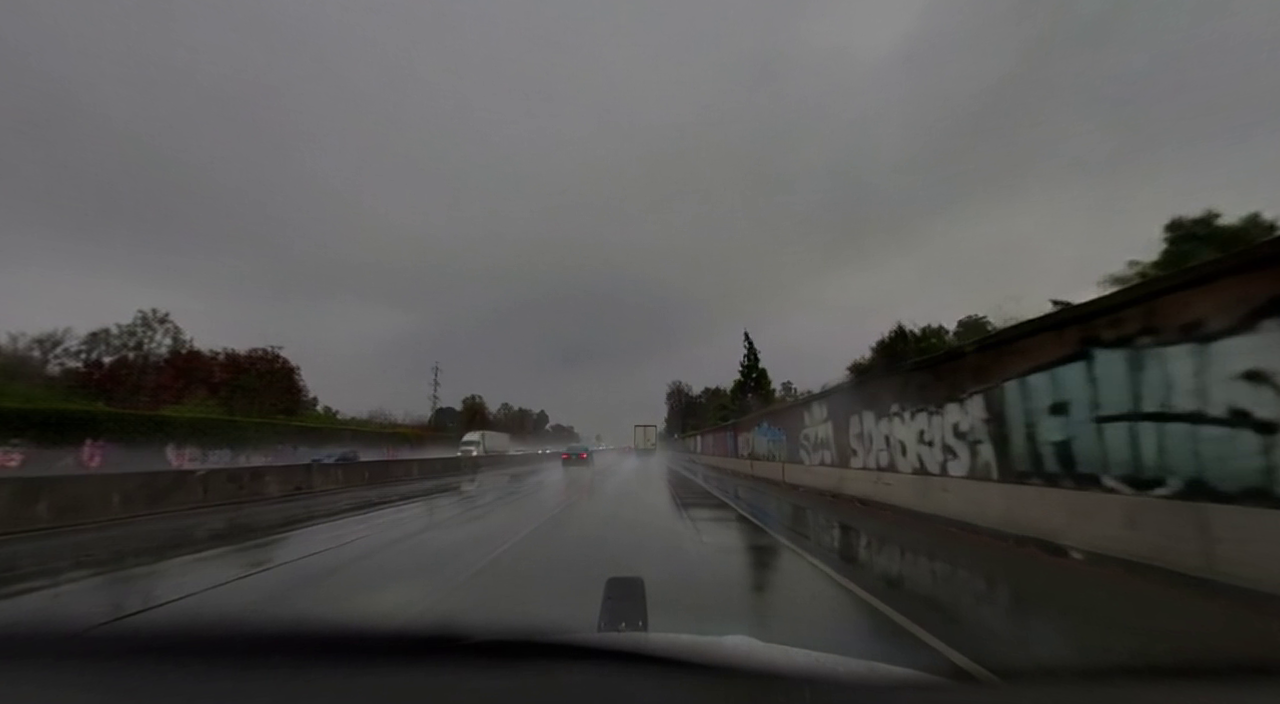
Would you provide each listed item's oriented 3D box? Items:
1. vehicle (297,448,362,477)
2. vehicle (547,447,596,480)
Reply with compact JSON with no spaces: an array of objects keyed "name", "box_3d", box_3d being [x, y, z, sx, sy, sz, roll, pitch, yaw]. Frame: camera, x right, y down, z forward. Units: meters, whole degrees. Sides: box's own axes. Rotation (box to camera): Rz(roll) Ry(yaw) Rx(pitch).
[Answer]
[{"name":"vehicle","box_3d":[-21.869,7.757,44.617,2.061,1.935,4.754,0,-9,1]},{"name":"vehicle","box_3d":[-3.216,5.340,30.497,1.803,1.466,4.509,0,-9,1]}]
